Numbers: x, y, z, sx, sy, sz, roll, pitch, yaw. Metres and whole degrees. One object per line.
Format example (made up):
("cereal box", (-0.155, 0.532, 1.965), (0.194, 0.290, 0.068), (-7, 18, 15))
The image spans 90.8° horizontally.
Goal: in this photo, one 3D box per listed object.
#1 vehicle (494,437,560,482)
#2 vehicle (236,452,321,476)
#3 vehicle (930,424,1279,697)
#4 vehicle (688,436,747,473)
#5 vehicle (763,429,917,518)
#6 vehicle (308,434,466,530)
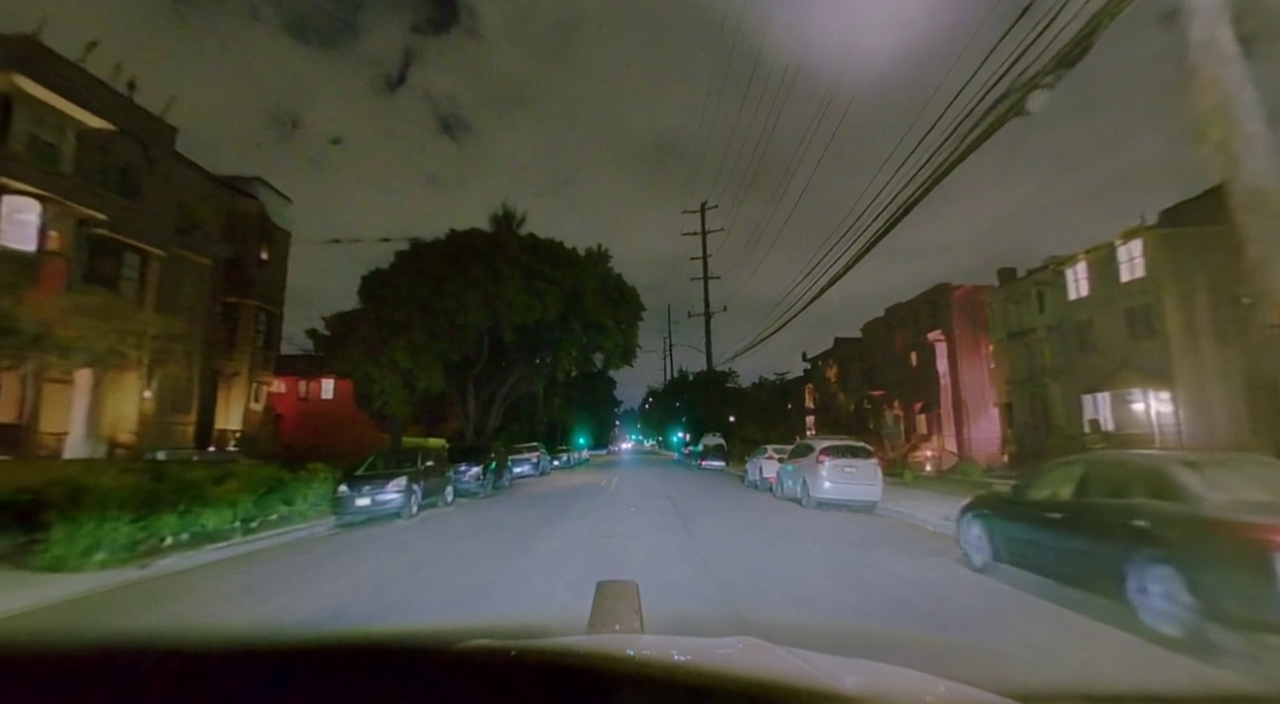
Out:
("vehicle", (-5.453, 5.210, 31.265), (2.285, 1.895, 5.883), (-2, -8, -2))
("vehicle", (-23.048, 7.140, 40.405), (4.304, 1.443, 1.819), (-1, -9, 2))
("vehicle", (4.349, 1.377, 5.157), (1.893, 1.437, 4.369), (0, -8, 0))
("vehicle", (4.084, 5.543, 34.474), (2.279, 1.848, 5.577), (1, -8, -3))
("vehicle", (4.175, 2.606, 14.109), (1.979, 1.620, 4.684), (0, -8, 1))
("vehicle", (-5.434, 2.778, 14.217), (1.873, 1.709, 4.206), (-4, -8, -1))
